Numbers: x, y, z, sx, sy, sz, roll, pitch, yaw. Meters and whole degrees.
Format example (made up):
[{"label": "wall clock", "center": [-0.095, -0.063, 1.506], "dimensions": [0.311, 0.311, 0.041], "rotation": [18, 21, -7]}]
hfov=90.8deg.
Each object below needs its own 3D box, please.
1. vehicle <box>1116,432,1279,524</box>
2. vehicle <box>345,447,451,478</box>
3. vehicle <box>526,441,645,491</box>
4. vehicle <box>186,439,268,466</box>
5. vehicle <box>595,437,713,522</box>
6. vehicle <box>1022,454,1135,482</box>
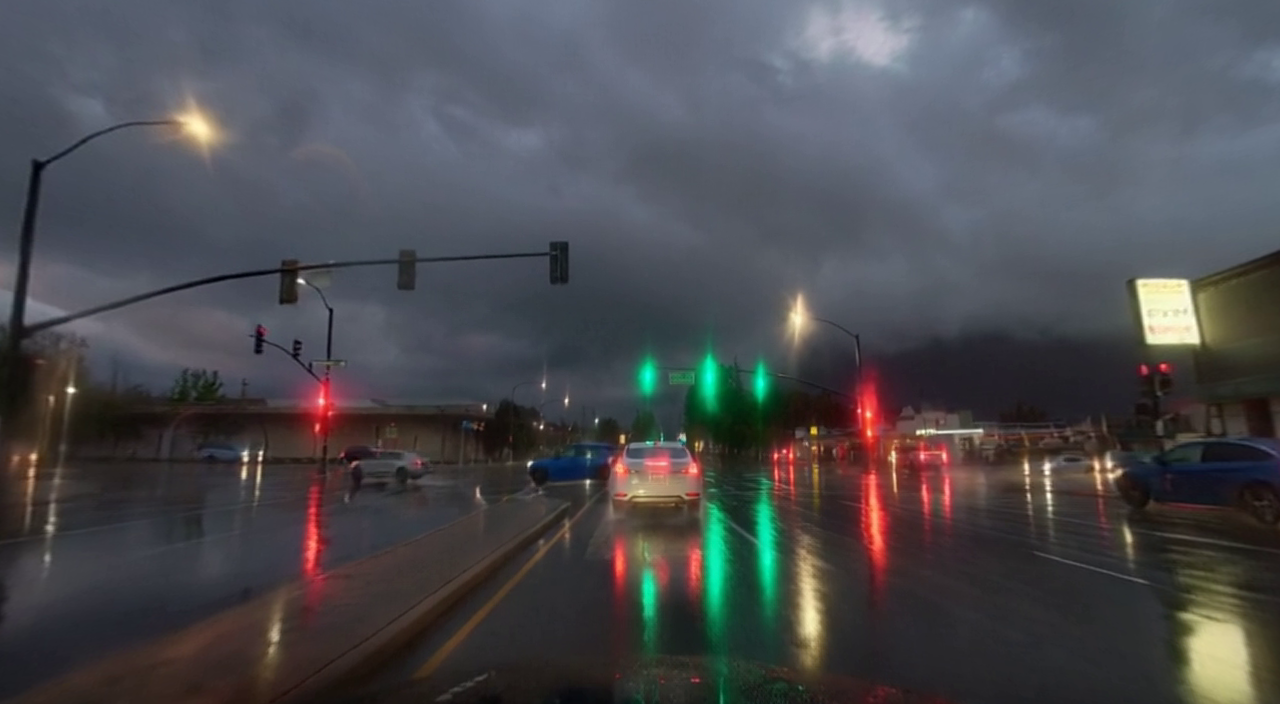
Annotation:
[{"label": "vehicle", "center": [13.927, 2.696, 13.801], "dimensions": [2.309, 1.819, 5.793], "rotation": [1, -9, -3]}, {"label": "vehicle", "center": [-11.904, 5.414, 31.207], "dimensions": [4.531, 1.434, 1.841], "rotation": [-2, -9, 10]}, {"label": "vehicle", "center": [-1.997, 3.853, 21.732], "dimensions": [2.213, 1.489, 4.626], "rotation": [5, -10, -31]}, {"label": "vehicle", "center": [-30.508, 7.415, 46.816], "dimensions": [1.999, 1.702, 4.557], "rotation": [-2, -7, 29]}, {"label": "vehicle", "center": [0.279, 2.571, 13.263], "dimensions": [2.067, 1.471, 4.241], "rotation": [0, -9, 1]}, {"label": "vehicle", "center": [23.768, 6.278, 34.357], "dimensions": [4.684, 1.412, 1.995], "rotation": [0, -9, -2]}]
